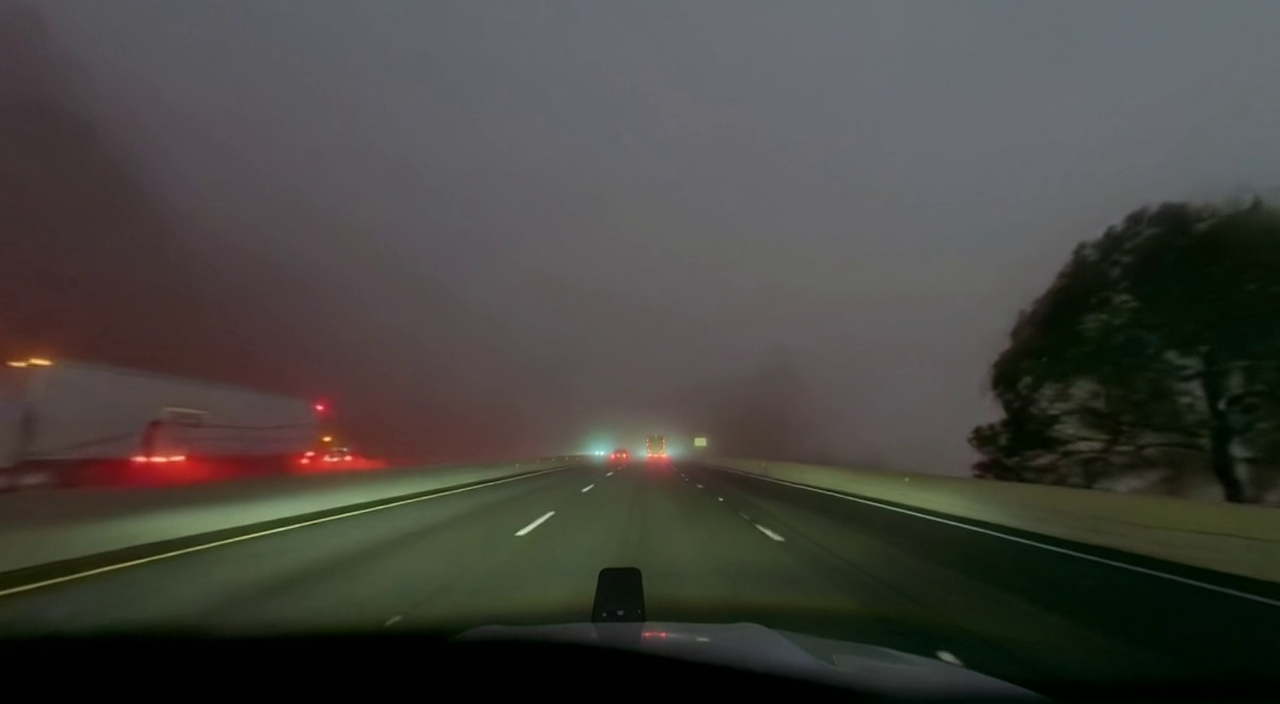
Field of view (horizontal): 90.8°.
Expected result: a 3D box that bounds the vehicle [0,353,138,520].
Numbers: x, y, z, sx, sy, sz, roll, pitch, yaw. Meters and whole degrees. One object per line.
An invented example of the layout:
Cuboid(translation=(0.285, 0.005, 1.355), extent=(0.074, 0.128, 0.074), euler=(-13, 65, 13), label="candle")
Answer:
Cuboid(translation=(-16.941, 2.173, 16.149), extent=(3.004, 3.988, 5.943), euler=(0, -9, 0), label="vehicle")

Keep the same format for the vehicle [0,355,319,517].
Cuboid(translation=(-16.927, 3.165, 23.070), extent=(2.899, 4.090, 14.001), euler=(0, -9, 1), label="vehicle")
